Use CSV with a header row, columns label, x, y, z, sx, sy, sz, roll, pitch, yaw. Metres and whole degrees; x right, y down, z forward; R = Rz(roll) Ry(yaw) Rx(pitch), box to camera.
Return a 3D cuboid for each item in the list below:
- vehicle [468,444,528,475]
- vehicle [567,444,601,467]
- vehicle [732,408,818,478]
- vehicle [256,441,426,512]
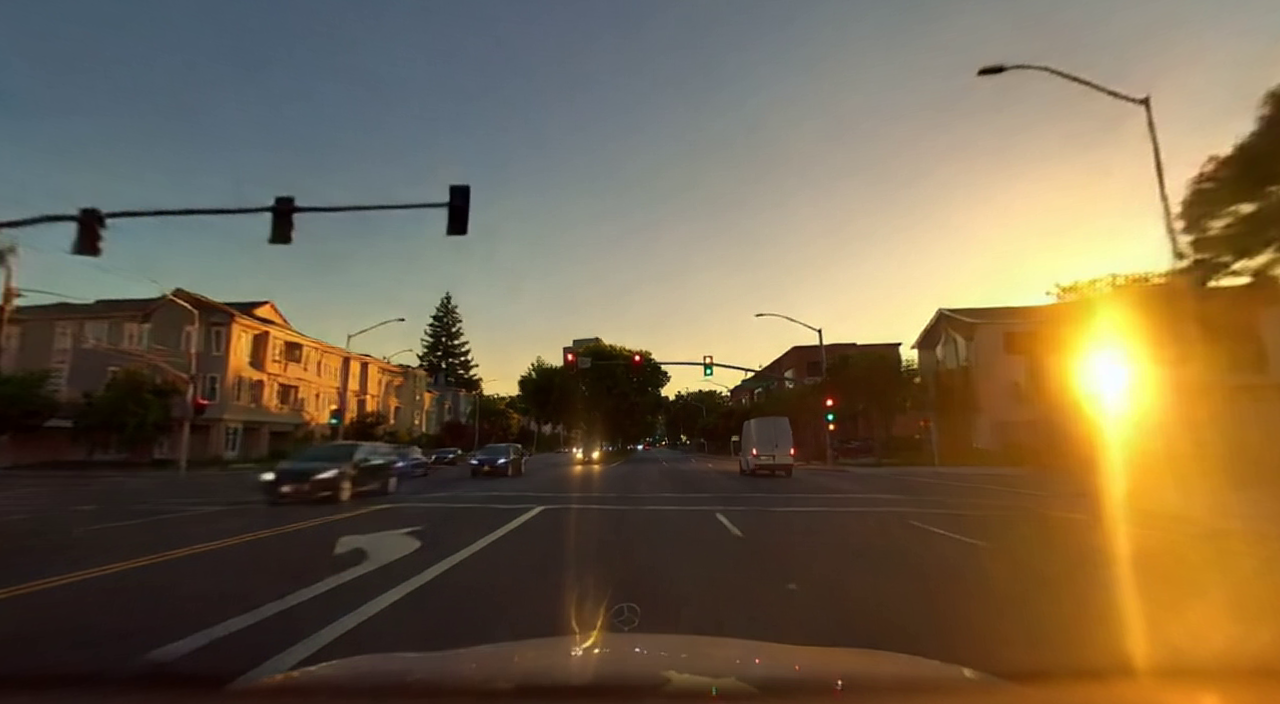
label,x,y,z,sx,sy,sz,roll,pitch,yaw
vehicle,-7.442,5.660,33.437,1.991,1.506,4.659,0,-9,1
vehicle,-3.986,7.445,45.442,2.003,1.539,4.396,-1,-8,1
vehicle,6.801,4.766,32.877,2.802,3.208,7.459,0,-8,0
vehicle,-7.265,3.037,15.944,1.986,1.481,4.602,0,-9,1
